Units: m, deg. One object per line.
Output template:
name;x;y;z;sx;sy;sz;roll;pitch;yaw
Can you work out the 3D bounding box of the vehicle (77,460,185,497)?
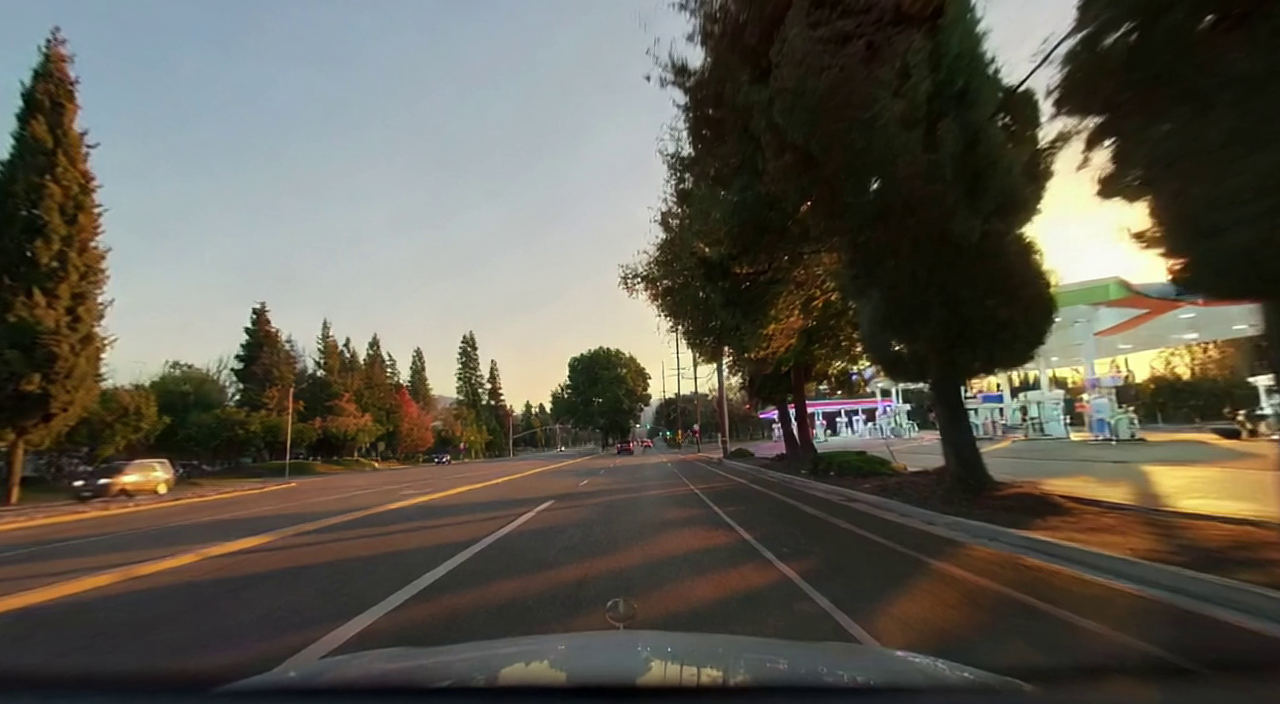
vehicle;-28.079;6.968;35.147;1.914;1.762;5.067;0;-9;-2
